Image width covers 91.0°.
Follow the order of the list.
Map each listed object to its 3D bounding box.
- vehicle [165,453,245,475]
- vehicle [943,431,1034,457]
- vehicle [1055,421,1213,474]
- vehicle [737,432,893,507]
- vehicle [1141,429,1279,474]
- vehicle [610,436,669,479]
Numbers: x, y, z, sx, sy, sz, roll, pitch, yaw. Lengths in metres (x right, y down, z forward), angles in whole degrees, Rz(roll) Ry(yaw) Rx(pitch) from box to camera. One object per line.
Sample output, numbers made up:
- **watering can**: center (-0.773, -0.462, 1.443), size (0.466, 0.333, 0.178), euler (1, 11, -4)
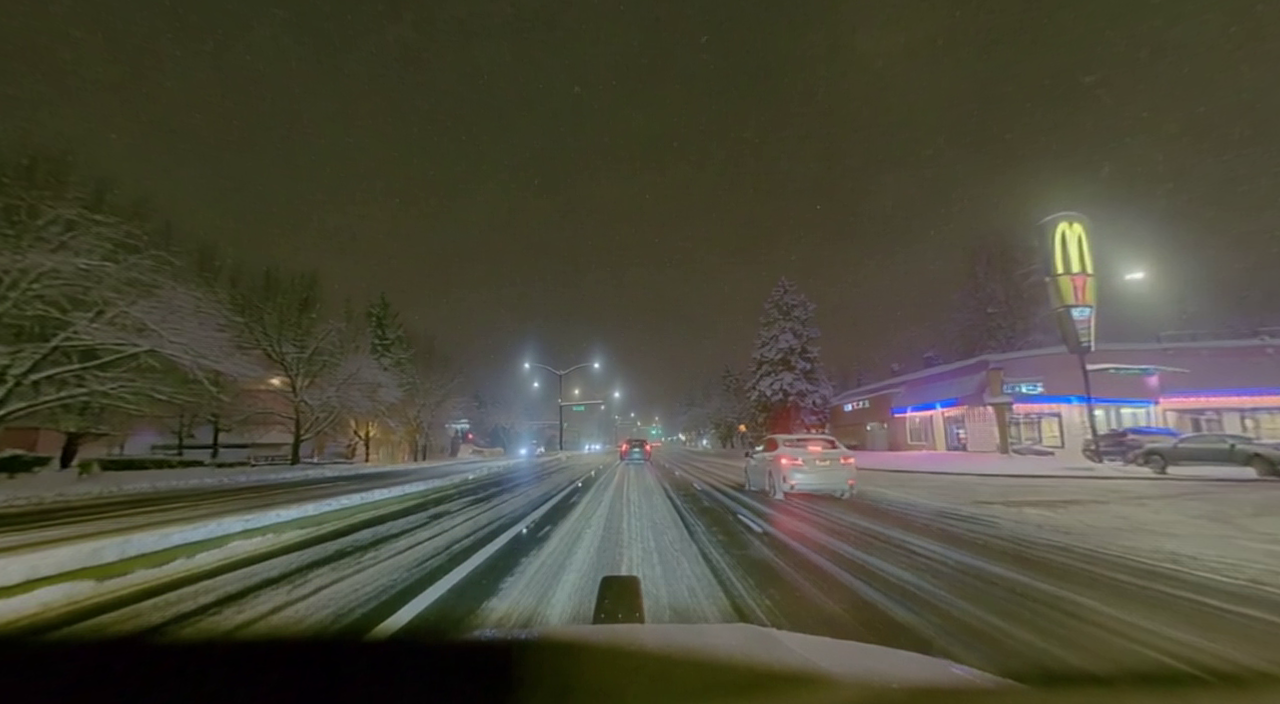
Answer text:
- **vehicle**: center (-29.837, 7.673, 43.213), size (4.155, 1.486, 1.706), euler (0, -8, -2)
- **vehicle**: center (20.531, 5.417, 37.145), size (4.296, 1.496, 1.891), euler (1, -9, -8)
- **vehicle**: center (20.483, 3.980, 26.266), size (4.697, 1.832, 2.092), euler (-4, -9, -1)
- **vehicle**: center (3.807, 2.652, 14.734), size (2.153, 1.456, 4.705), euler (0, -8, -2)
- **vehicle**: center (21.589, 3.617, 22.964), size (4.763, 1.544, 2.047), euler (0, -8, 2)
- **vehicle**: center (-0.062, 3.827, 23.065), size (1.998, 1.452, 3.773), euler (0, -8, -1)
